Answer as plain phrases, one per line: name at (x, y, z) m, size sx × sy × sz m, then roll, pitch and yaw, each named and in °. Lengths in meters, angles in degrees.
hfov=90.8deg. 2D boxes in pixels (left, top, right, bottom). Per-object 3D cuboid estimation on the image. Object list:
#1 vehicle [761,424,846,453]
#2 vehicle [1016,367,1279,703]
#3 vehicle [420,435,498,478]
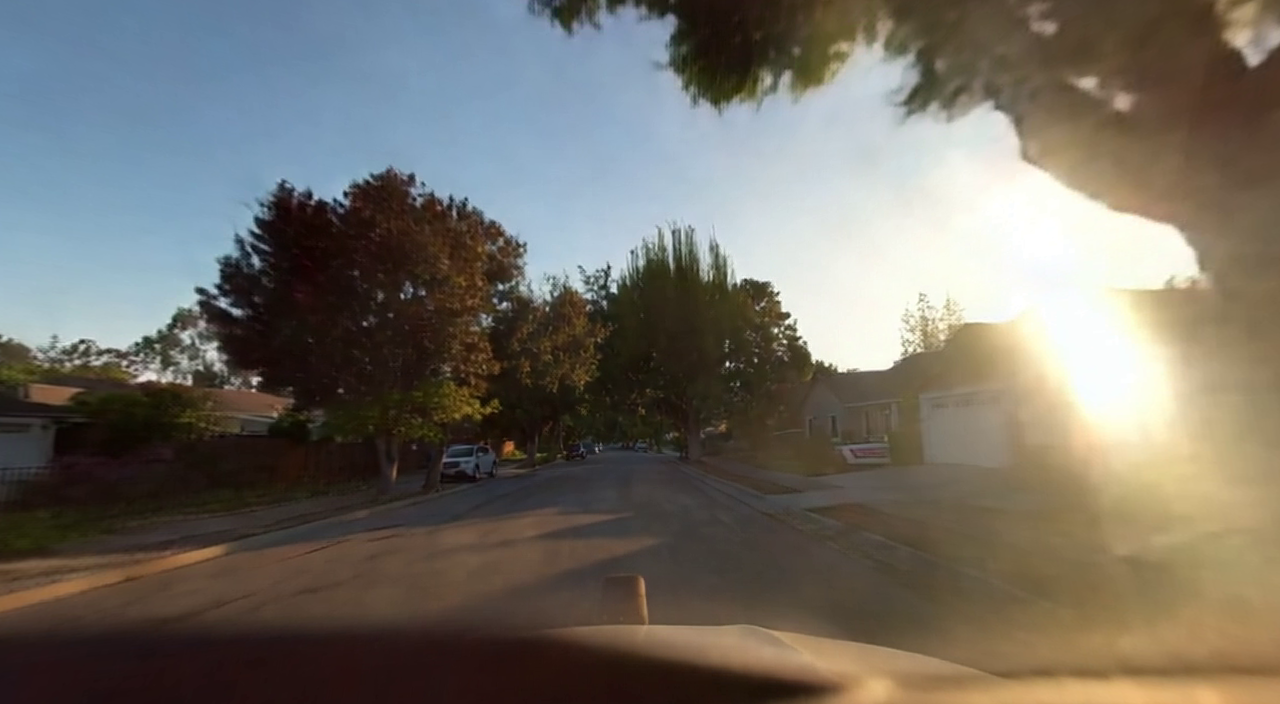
vehicle at (11.700, 6.223, 45.431) m, size 5.367 × 1.953 × 2.257 m, roll 1°, pitch -8°, yaw -6°
vehicle at (3.566, 0.671, 1.297) m, size 2.291 × 1.546 × 5.204 m, roll 0°, pitch -8°, yaw -1°
vehicle at (-8.637, 5.097, 30.716) m, size 2.352 × 1.843 × 4.979 m, roll -1°, pitch -10°, yaw 0°
